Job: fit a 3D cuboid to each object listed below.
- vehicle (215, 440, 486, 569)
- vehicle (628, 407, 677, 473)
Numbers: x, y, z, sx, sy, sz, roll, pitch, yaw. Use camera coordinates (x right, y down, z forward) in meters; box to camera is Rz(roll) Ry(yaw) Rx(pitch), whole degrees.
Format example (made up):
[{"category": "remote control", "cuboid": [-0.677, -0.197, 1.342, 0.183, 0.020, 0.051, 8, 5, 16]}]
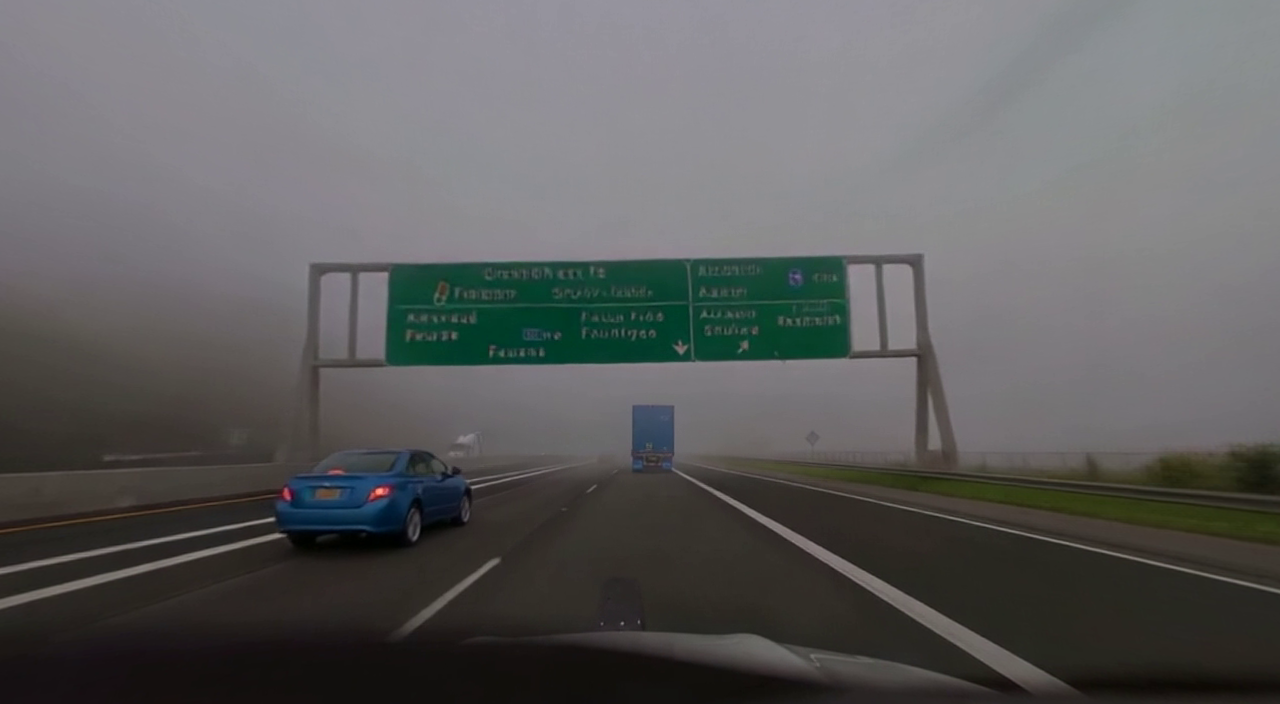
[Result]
[{"category": "vehicle", "cuboid": [-3.880, 2.095, 9.529, 1.931, 1.466, 4.458, 0, -9, 1]}, {"category": "vehicle", "cuboid": [0.767, 6.217, 44.245, 3.022, 4.072, 10.318, 0, -9, 0]}]
